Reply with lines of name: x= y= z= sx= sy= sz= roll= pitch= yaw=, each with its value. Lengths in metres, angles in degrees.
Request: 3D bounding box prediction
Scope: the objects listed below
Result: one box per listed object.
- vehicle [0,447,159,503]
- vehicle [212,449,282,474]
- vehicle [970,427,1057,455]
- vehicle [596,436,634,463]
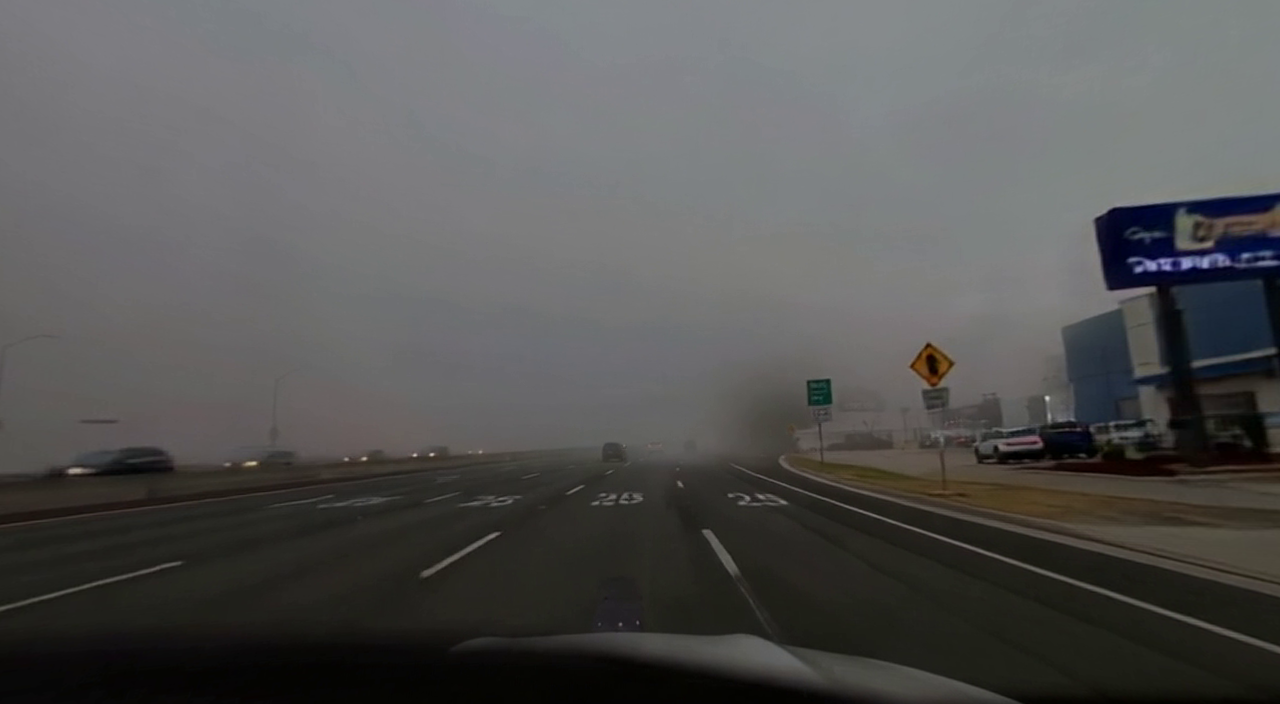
vehicle: x=-18.631 y=3.919 z=20.655 sx=1.972 sy=1.610 sz=4.607 roll=-1 pitch=-8 yaw=3
vehicle: x=-27.922 y=7.784 z=45.059 sx=1.866 sy=1.614 sz=4.396 roll=-1 pitch=-8 yaw=4
vehicle: x=22.607 y=5.399 z=38.383 sx=4.317 sy=1.504 sz=1.884 roll=-7 pitch=-9 yaw=28
vehicle: x=-1.669 y=6.827 z=44.411 sx=2.139 sy=1.782 sz=4.079 roll=-1 pitch=-8 yaw=5
